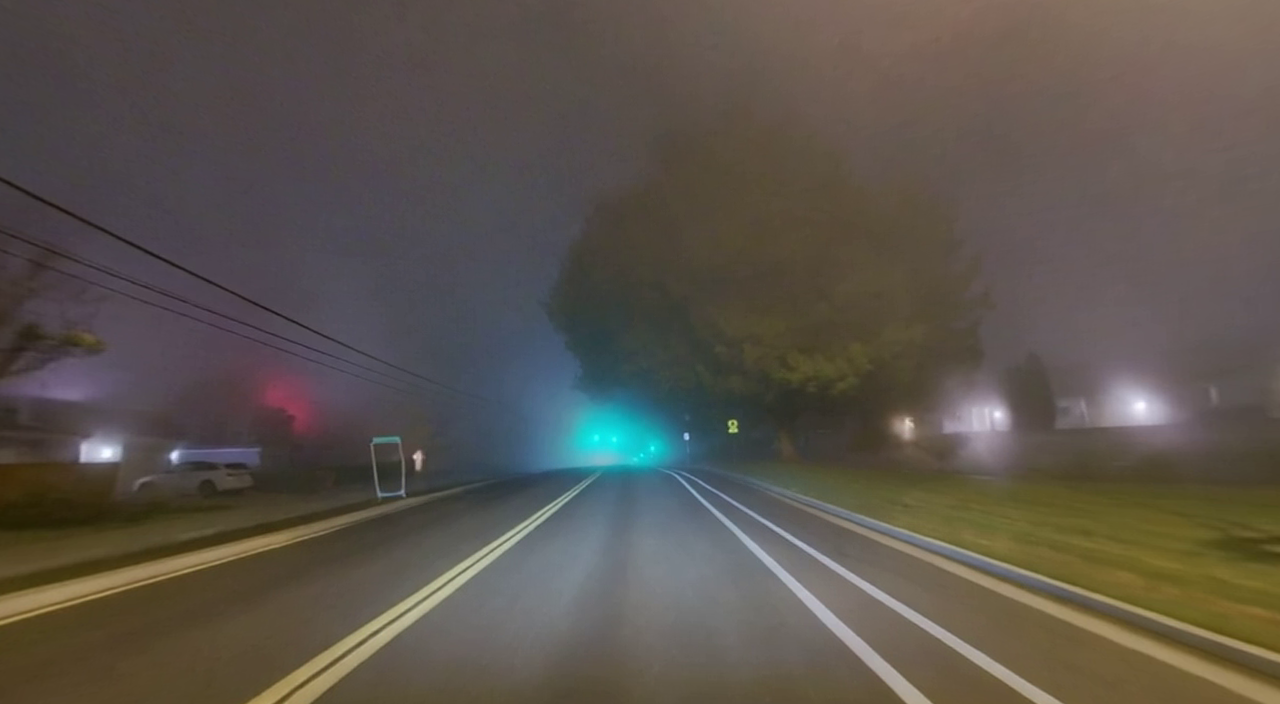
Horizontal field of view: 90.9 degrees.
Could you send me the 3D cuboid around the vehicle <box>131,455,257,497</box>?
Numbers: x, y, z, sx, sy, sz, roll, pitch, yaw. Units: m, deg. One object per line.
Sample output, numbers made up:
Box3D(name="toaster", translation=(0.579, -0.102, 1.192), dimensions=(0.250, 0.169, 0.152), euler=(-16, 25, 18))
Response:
Box3D(name="vehicle", translation=(-20.588, 5.700, 29.217), dimensions=(4.459, 1.772, 2.011), euler=(-1, -9, 8))
